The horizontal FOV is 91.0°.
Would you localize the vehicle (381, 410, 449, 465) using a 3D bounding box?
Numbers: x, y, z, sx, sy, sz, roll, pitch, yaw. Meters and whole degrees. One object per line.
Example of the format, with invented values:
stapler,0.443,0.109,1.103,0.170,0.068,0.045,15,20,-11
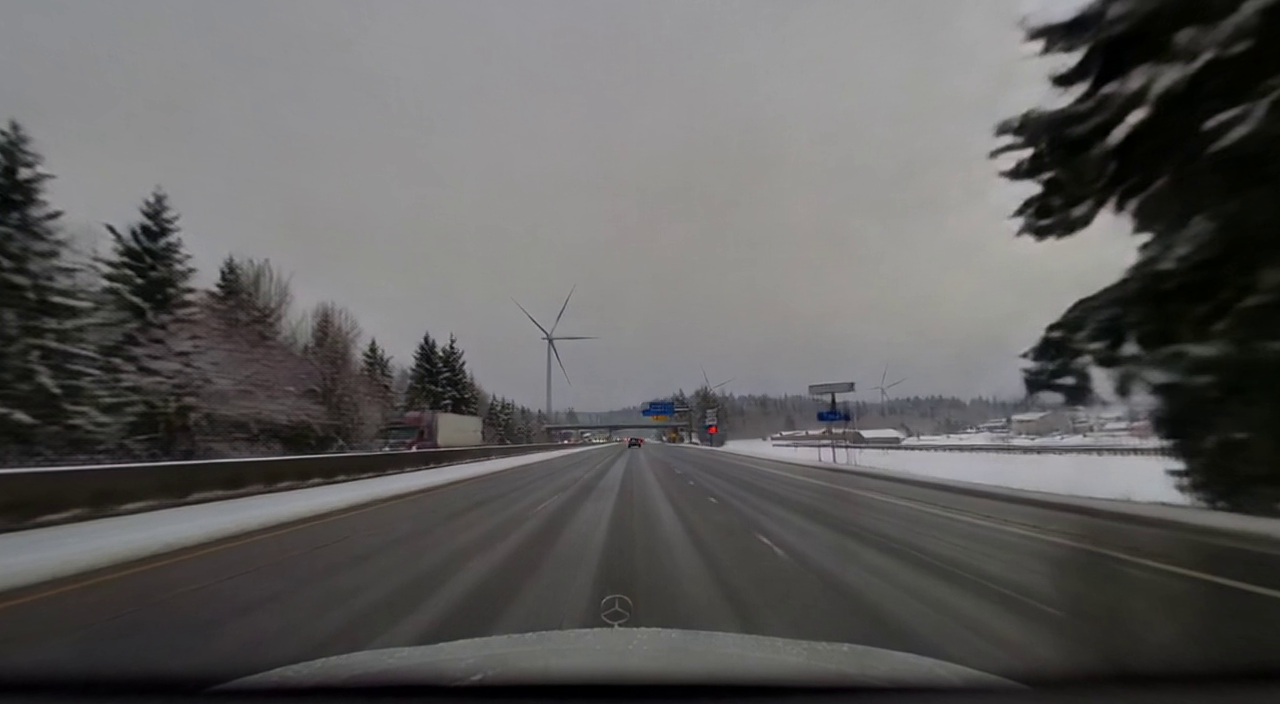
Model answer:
vehicle,-17.195,6.614,48.561,3.021,3.900,5.847,0,-8,-1
